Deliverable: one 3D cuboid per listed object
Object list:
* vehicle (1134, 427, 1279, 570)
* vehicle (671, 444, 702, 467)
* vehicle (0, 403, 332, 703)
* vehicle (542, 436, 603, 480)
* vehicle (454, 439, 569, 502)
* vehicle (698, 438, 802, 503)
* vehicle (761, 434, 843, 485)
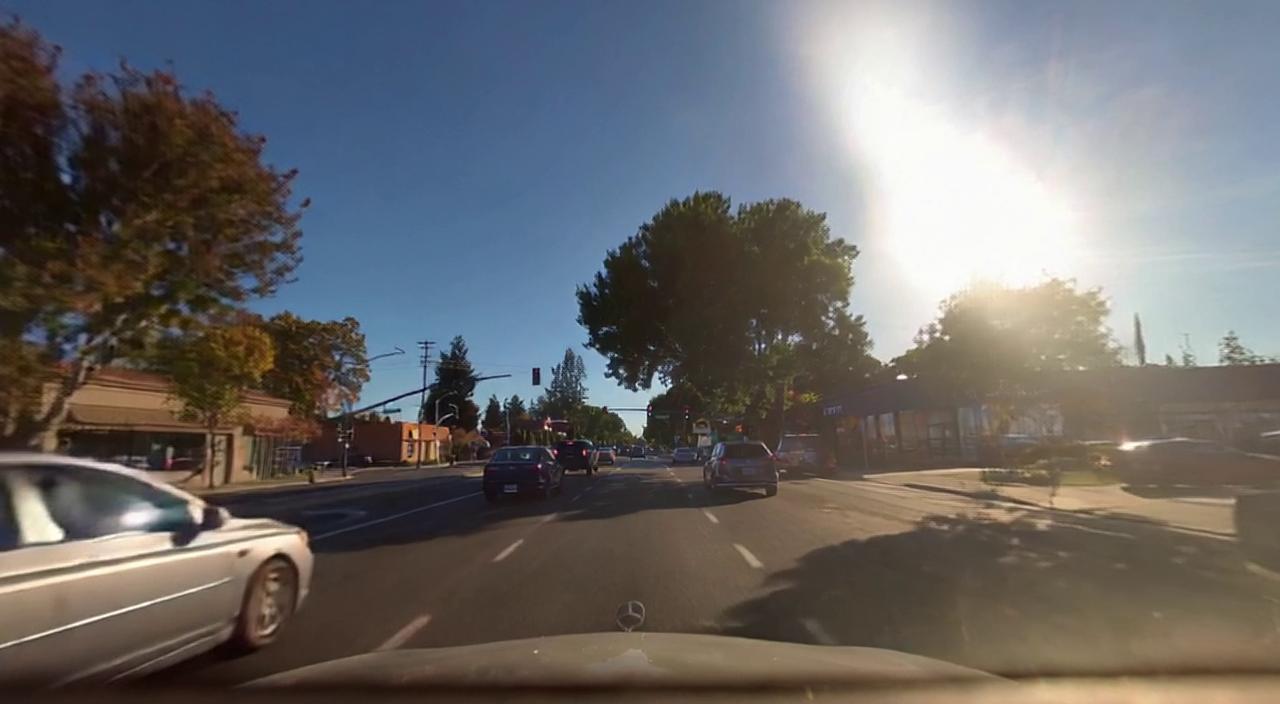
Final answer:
[{"bbox_3d":[8.141,1.658,7.232,2.070,1.547,4.941,-2,-9,16],"label":"vehicle"},{"bbox_3d":[3.461,7.748,47.399,2.030,1.628,4.080,0,-9,0],"label":"vehicle"},{"bbox_3d":[-3.207,0.921,2.246,1.952,1.457,4.372,0,-8,1],"label":"vehicle"},{"bbox_3d":[-2.986,4.794,28.787,2.187,1.825,4.621,0,-8,1],"label":"vehicle"},{"bbox_3d":[-3.335,3.179,17.393,2.087,1.494,4.626,0,-8,2],"label":"vehicle"},{"bbox_3d":[2.819,3.126,17.112,2.004,1.512,4.206,0,-8,-1],"label":"vehicle"},{"bbox_3d":[6.012,4.046,23.970,1.979,1.738,4.418,0,-8,0],"label":"vehicle"}]
